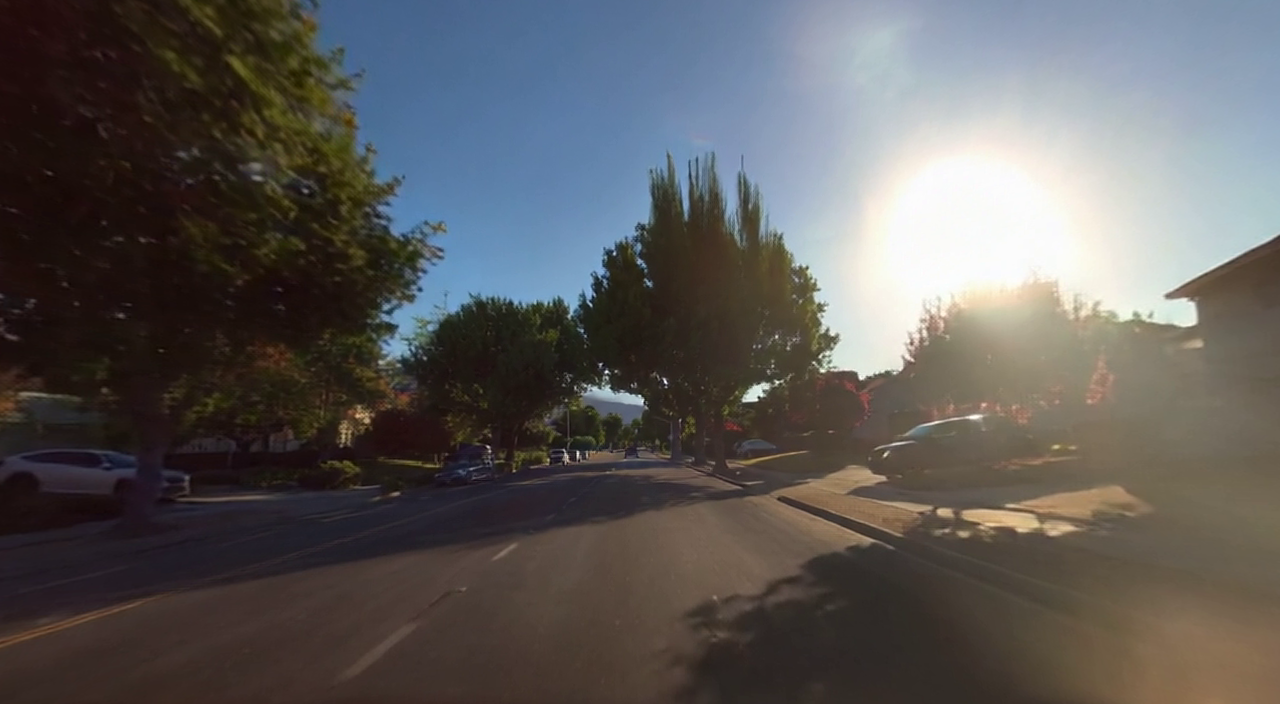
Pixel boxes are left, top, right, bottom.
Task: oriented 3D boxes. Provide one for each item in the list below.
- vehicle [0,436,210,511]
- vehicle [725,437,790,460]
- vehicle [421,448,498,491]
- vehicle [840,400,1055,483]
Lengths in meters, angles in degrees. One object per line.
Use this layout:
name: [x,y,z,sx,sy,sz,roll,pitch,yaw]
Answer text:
vehicle: [-14.213,3.034,16.057,4.995,1.760,1.988,0,-8,-2]
vehicle: [8.861,7.316,47.863,4.535,1.697,1.968,0,-8,-1]
vehicle: [-7.619,4.992,27.160,1.973,1.500,4.781,-5,-9,-2]
vehicle: [9.007,2.669,18.875,5.221,1.958,1.992,-4,-8,0]
